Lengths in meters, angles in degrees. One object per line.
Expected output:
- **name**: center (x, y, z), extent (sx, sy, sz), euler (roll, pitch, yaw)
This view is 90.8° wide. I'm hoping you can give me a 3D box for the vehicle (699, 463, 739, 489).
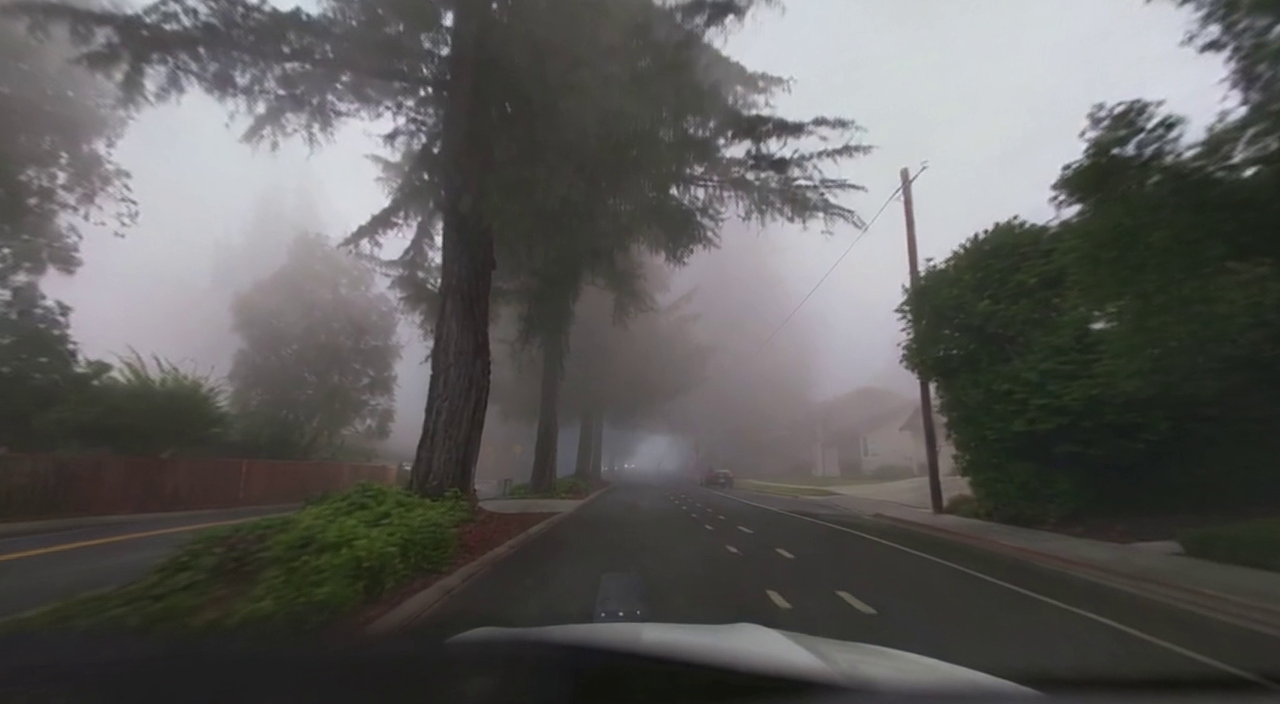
- **vehicle**: center (5.046, 8.007, 41.028), extent (1.904, 1.475, 4.386), euler (0, -8, -1)
